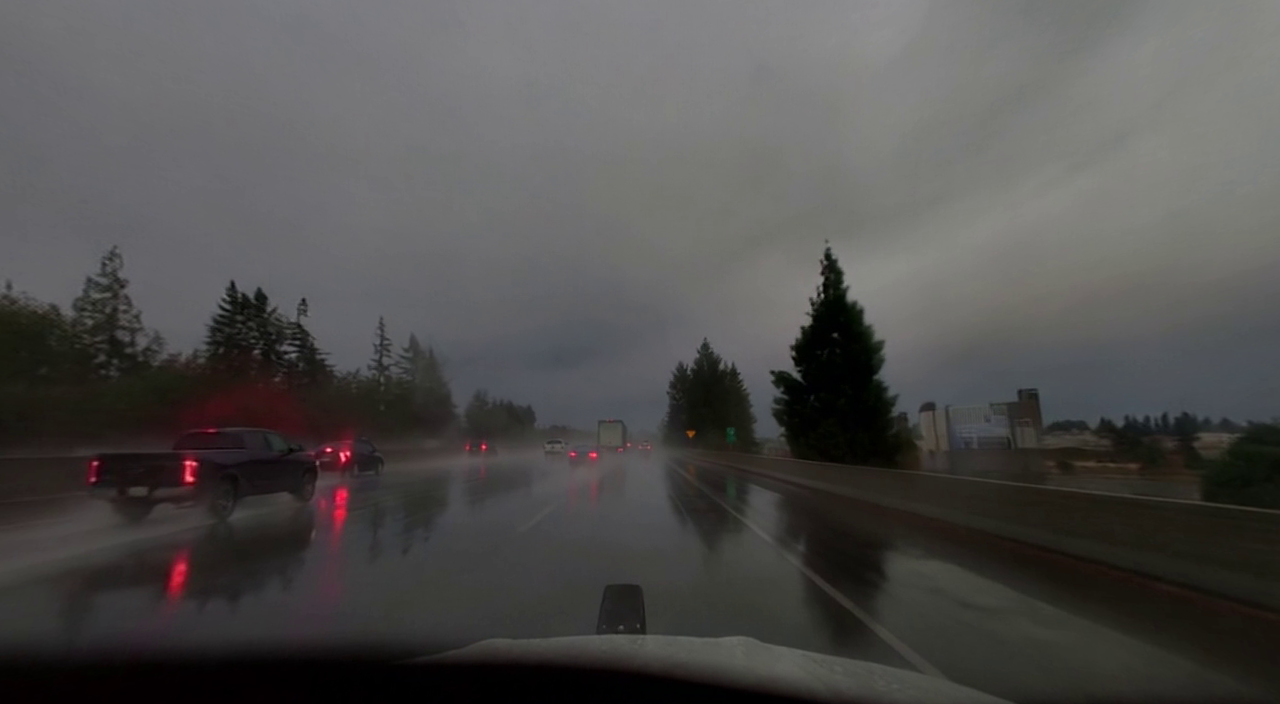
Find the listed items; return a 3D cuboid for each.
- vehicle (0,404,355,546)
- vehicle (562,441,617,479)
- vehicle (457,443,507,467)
[{"bbox_3d":[-7.335,1.973,10.823,2.115,1.778,5.572,0,-8,2],"label":"vehicle"},{"bbox_3d":[-2.135,4.728,27.760,1.931,1.528,4.126,0,-8,2],"label":"vehicle"},{"bbox_3d":[-10.274,6.730,41.362,2.036,1.506,4.358,0,-8,1],"label":"vehicle"}]
